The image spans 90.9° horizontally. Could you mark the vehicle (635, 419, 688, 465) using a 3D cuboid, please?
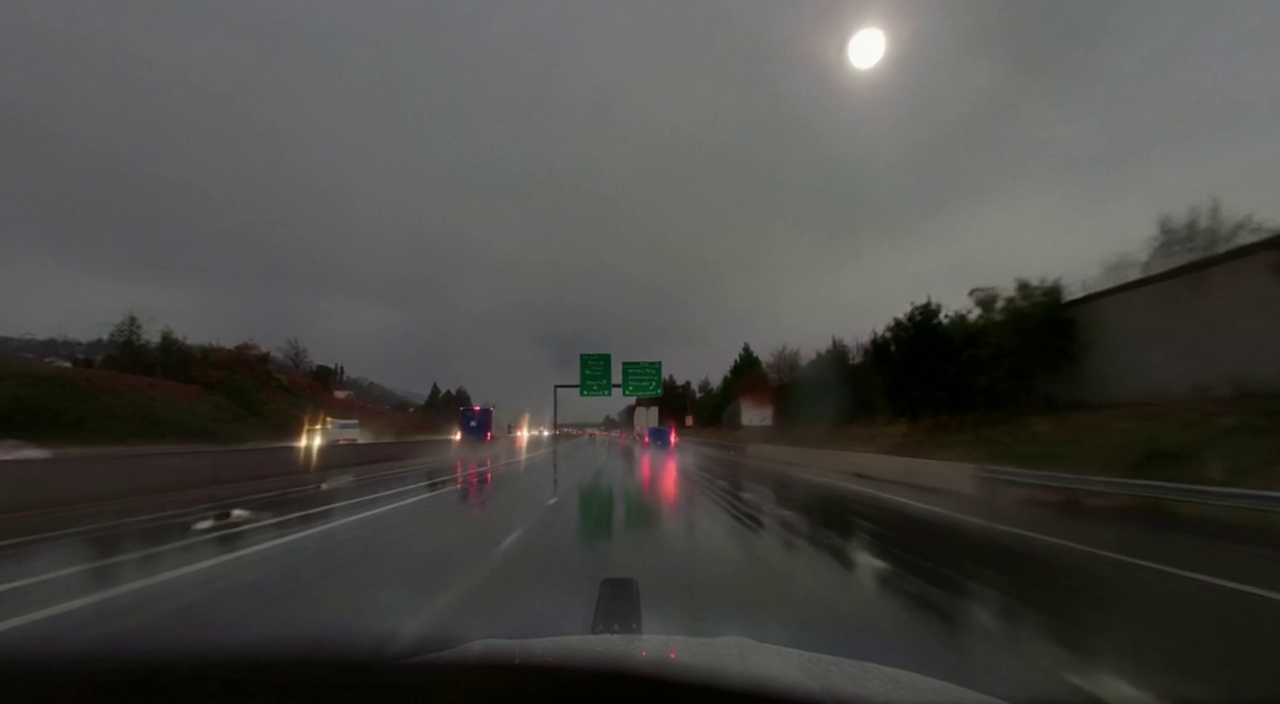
[{"bbox_3d":[0.886,4.044,28.440,2.076,1.914,4.287,0,-8,-2],"label":"vehicle"}]
